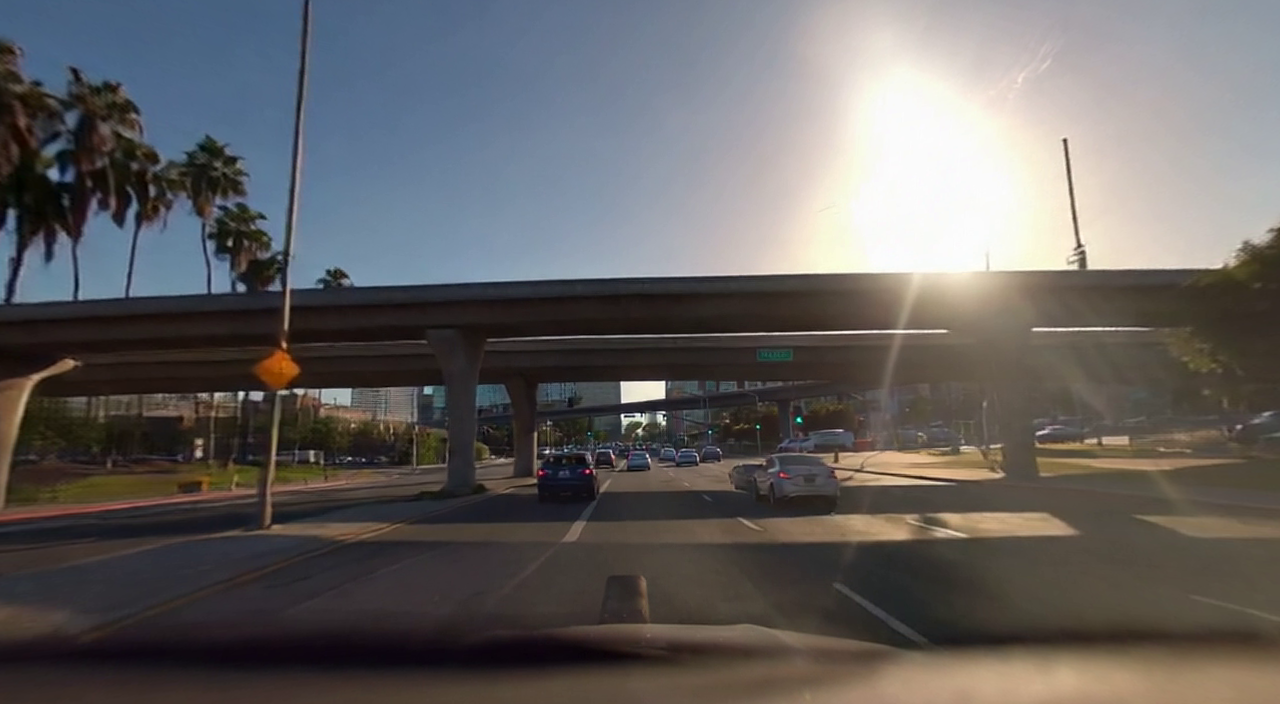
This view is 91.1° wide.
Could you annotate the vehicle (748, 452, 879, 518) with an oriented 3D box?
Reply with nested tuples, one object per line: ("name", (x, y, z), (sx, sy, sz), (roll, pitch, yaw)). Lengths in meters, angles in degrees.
("vehicle", (4.183, 3.274, 15.952), (2.156, 1.404, 4.120), (0, -9, 0))

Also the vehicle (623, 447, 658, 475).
("vehicle", (0.046, 7.180, 41.581), (2.172, 1.694, 4.055), (0, -9, 0))

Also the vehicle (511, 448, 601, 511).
("vehicle", (-2.149, 3.397, 17.226), (2.111, 1.506, 4.018), (1, -9, -3))
